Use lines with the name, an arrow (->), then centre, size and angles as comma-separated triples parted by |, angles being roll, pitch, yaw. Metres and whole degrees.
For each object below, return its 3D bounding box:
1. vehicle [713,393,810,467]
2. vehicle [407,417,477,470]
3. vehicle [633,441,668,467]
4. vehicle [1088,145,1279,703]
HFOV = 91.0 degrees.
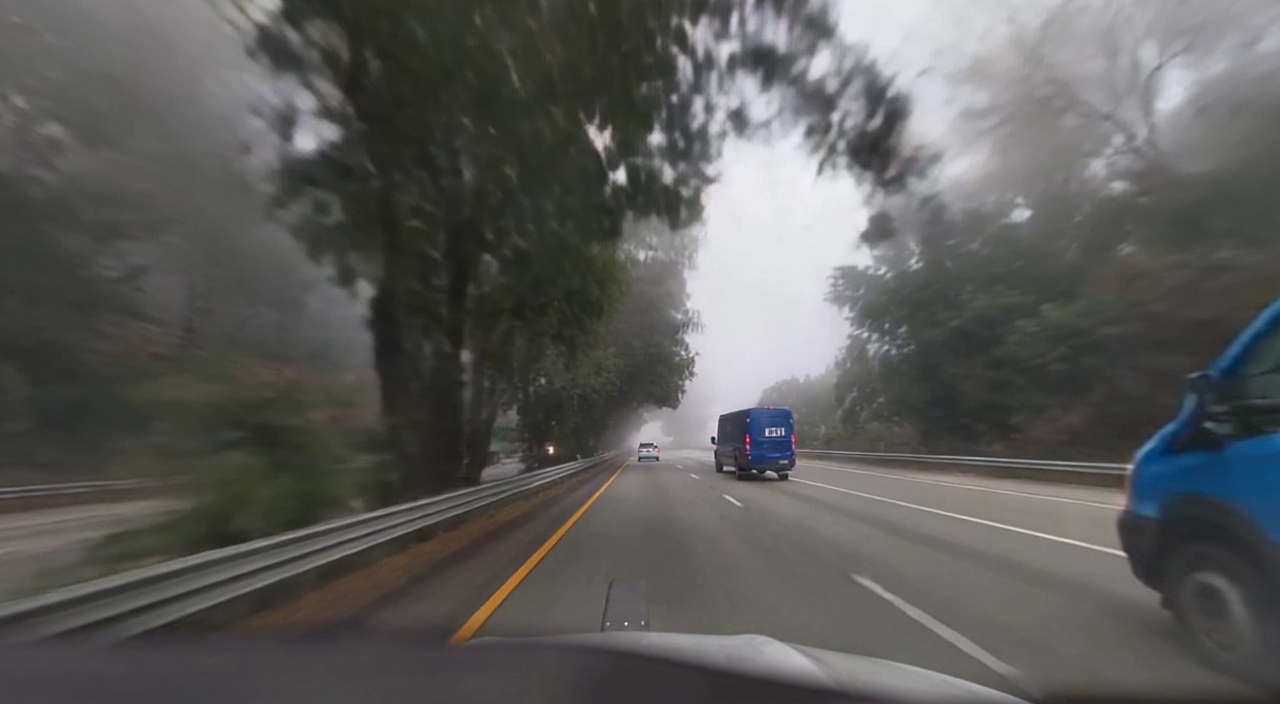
vehicle -> 7.815, 5.610, 43.931 | 3.479, 4.156, 17.231 | 0, -8, 0
vehicle -> -15.014, 6.984, 48.203 | 3.286, 3.794, 5.668 | 0, -8, 2
vehicle -> 0.667, 6.559, 40.628 | 2.121, 1.590, 4.434 | 0, -8, 1
vehicle -> 4.115, 0.054, 0.389 | 2.393, 2.679, 7.059 | 0, -8, 0
